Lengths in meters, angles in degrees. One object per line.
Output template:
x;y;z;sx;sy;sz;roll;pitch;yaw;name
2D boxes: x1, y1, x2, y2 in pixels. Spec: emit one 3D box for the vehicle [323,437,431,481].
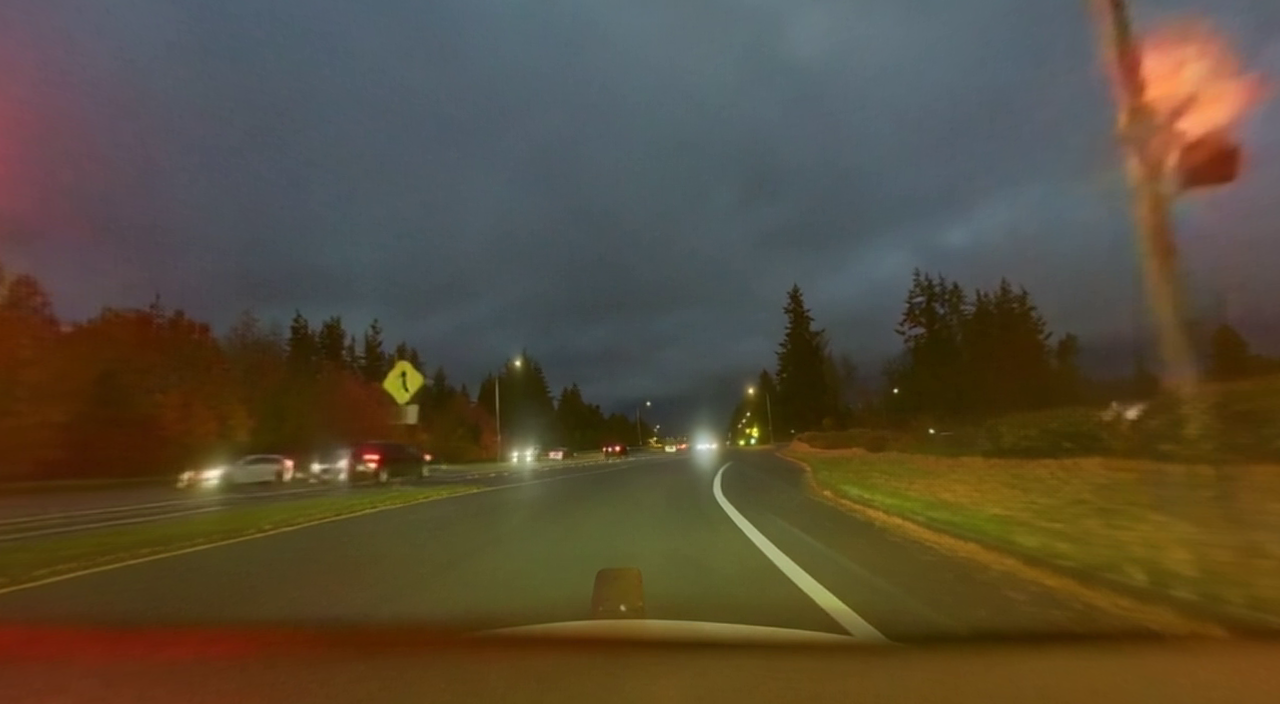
-13.375;5.461;32.441;2.368;2.012;5.021;-2;-9;17;vehicle
